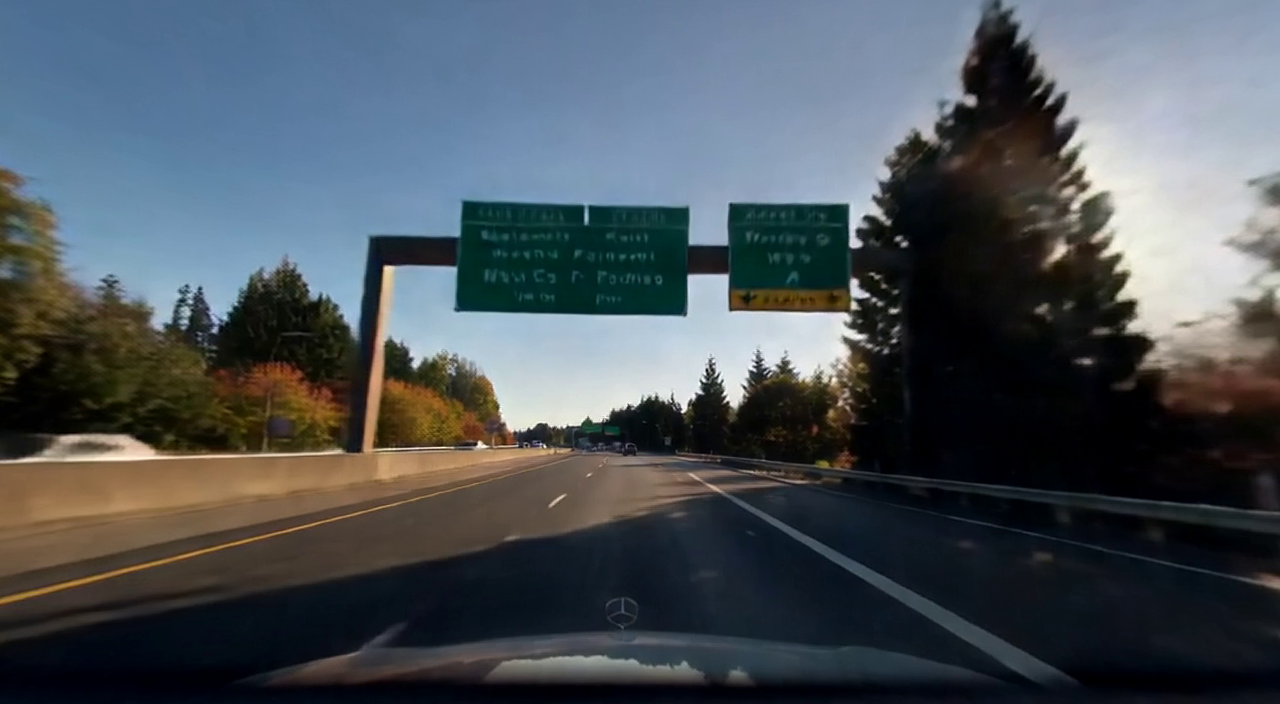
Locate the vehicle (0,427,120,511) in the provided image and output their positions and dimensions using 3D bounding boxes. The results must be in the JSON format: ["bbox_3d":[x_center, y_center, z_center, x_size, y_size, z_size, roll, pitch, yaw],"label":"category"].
[{"bbox_3d":[-12.244,2.148,11.570,1.788,1.478,3.988,0,-9,1],"label":"vehicle"}]

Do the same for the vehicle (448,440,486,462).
[{"bbox_3d":[-13.150,7.543,47.762,1.851,1.525,4.105,0,-9,-2],"label":"vehicle"}]
